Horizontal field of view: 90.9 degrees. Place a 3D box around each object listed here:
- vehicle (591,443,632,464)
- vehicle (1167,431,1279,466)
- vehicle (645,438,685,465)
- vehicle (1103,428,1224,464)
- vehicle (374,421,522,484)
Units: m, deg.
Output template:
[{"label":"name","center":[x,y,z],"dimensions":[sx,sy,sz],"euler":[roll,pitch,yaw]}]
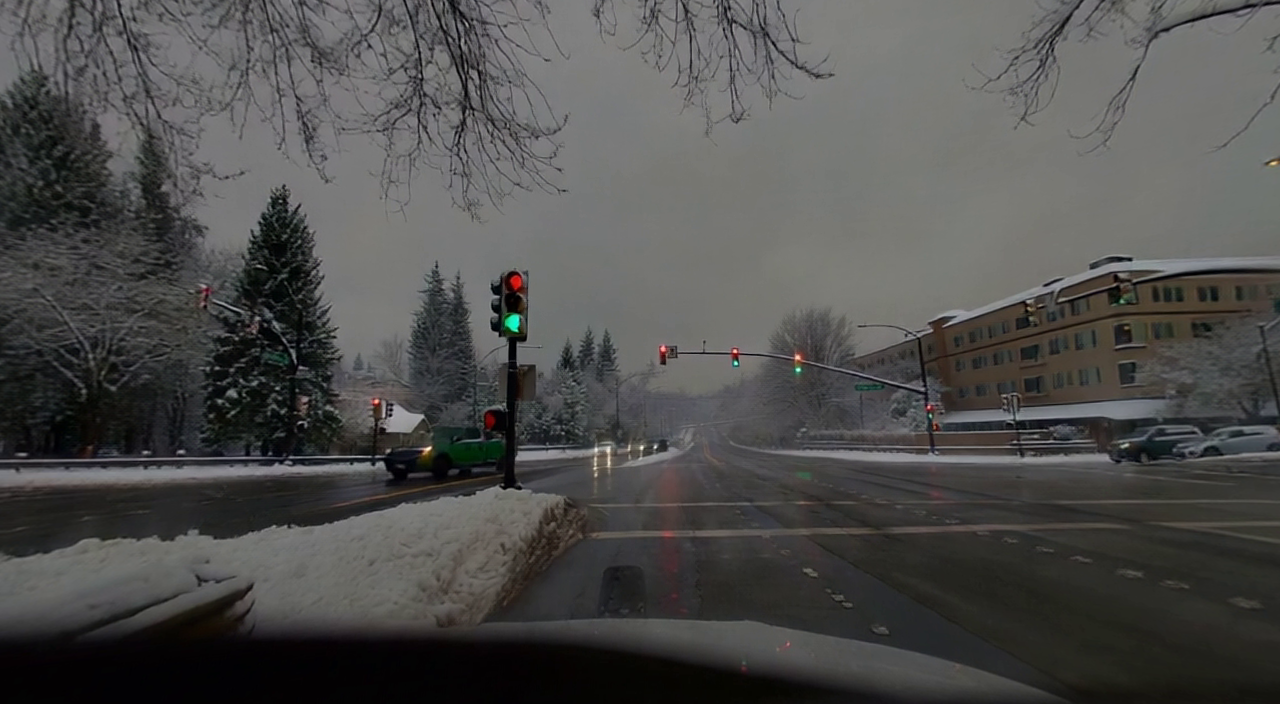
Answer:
[{"label":"vehicle","center":[-2.012,7.320,45.676],"dimensions":[2.076,1.476,3.873],"euler":[-2,-8,12]},{"label":"vehicle","center":[26.288,4.249,27.882],"dimensions":[4.644,1.470,1.922],"euler":[1,-8,-10]},{"label":"vehicle","center":[1.753,6.773,43.248],"dimensions":[2.197,1.739,4.177],"euler":[-2,-8,10]},{"label":"vehicle","center":[25.940,4.665,31.344],"dimensions":[4.441,1.674,2.035],"euler":[1,-8,-8]},{"label":"vehicle","center":[-7.834,4.291,27.387],"dimensions":[2.775,2.246,9.043],"euler":[-1,-8,6]}]
